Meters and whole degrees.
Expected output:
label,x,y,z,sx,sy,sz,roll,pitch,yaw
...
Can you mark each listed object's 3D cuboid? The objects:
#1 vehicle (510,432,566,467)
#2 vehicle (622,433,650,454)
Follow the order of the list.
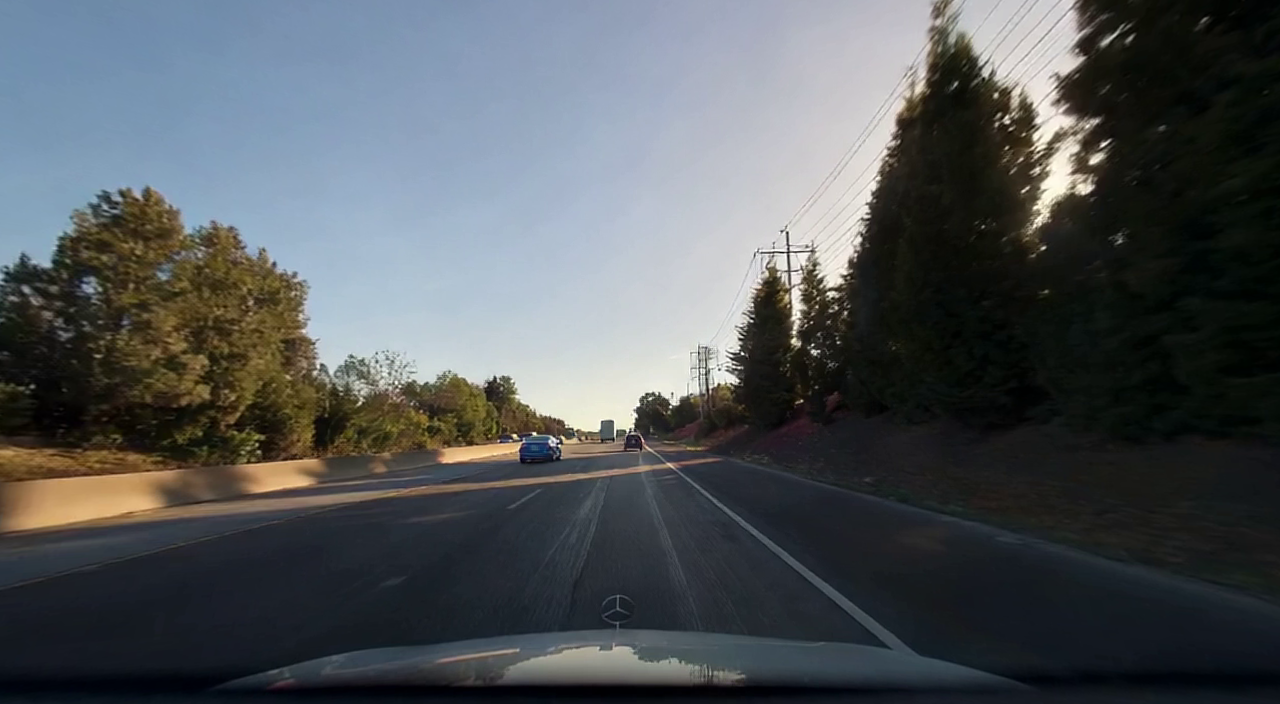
label,x,y,z,sx,sy,sz,roll,pitch,yaw
vehicle,-4.589,4.403,28.818,1.911,1.477,3.807,0,-8,0
vehicle,-0.303,6.522,45.089,1.890,1.472,3.716,0,-8,-1
